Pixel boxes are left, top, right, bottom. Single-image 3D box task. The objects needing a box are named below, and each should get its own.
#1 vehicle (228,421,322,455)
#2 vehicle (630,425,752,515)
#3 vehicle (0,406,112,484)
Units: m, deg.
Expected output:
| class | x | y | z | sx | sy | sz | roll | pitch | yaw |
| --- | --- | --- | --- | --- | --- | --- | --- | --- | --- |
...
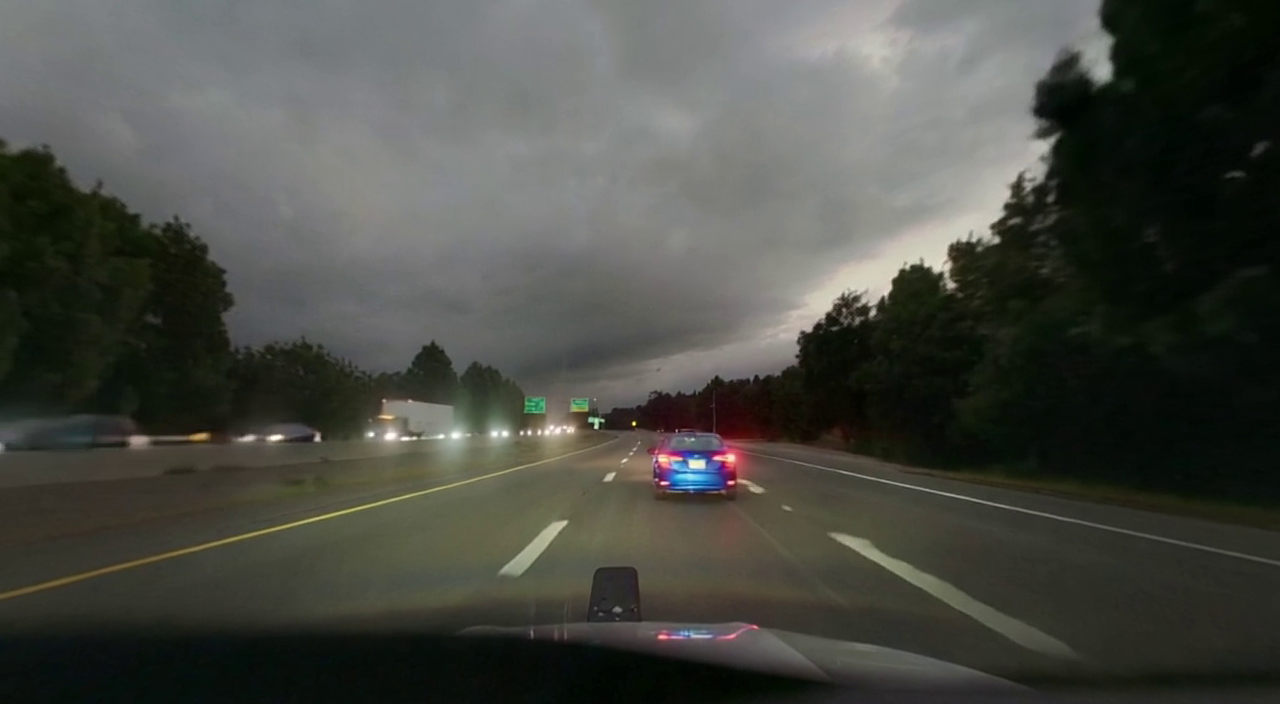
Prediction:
| class | x | y | z | sx | sy | sz | roll | pitch | yaw |
| --- | --- | --- | --- | --- | --- | --- | --- | --- | --- |
| vehicle | -16.992 | 4.044 | 29.596 | 1.826 | 1.487 | 4.089 | 0 | -8 | 2 |
| vehicle | 0.874 | 2.195 | 12.392 | 1.977 | 1.443 | 4.225 | 0 | -8 | 1 |
| vehicle | -13.338 | 1.819 | 12.328 | 1.942 | 1.478 | 4.622 | 0 | -8 | 1 |
